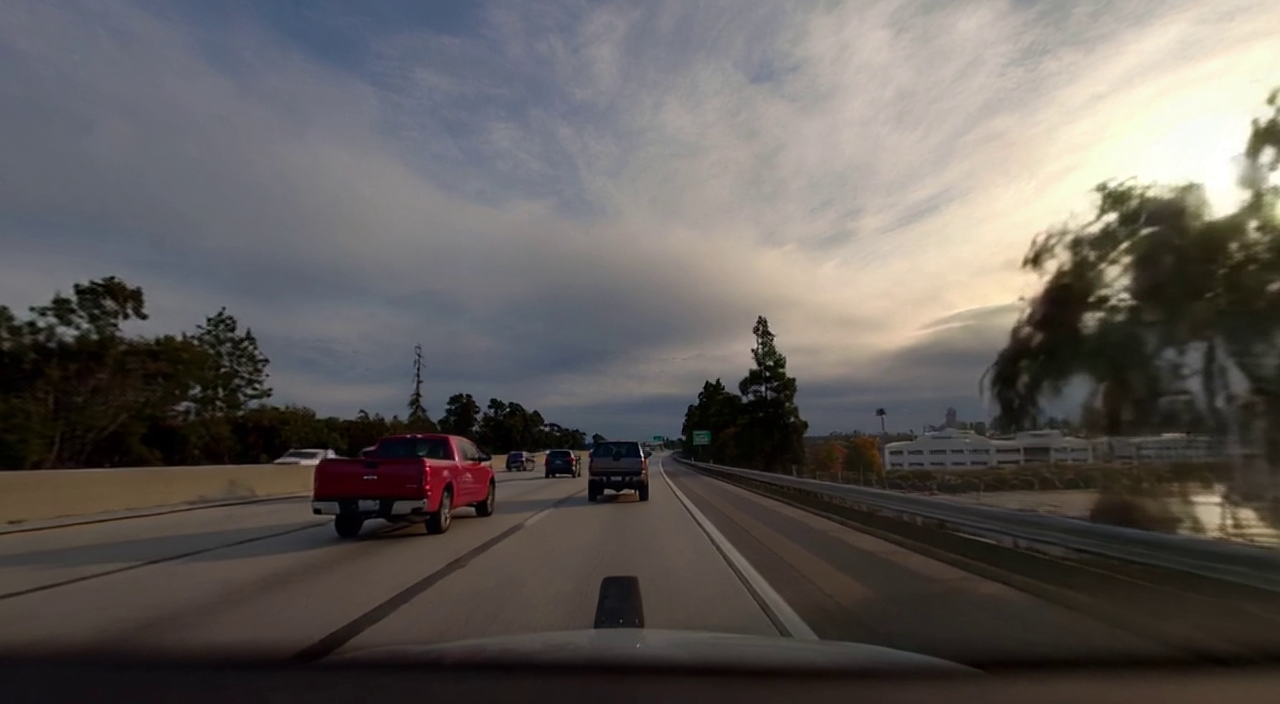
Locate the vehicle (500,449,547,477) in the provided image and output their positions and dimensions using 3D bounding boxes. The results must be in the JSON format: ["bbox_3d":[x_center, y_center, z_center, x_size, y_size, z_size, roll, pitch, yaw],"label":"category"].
[{"bbox_3d":[-7.738,7.384,42.292,2.115,1.705,4.843,0,-8,1],"label":"vehicle"}]

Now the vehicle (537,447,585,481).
[{"bbox_3d":[-4.349,6.211,35.420,1.991,1.776,4.333,0,-8,1],"label":"vehicle"}]

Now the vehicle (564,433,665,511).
[{"bbox_3d":[-0.543,3.059,16.606,2.293,1.753,4.380,0,-8,1],"label":"vehicle"}]

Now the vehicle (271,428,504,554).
[{"bbox_3d":[-4.026,2.284,11.294,2.038,1.704,5.181,0,-8,0],"label":"vehicle"}]

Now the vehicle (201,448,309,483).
[{"bbox_3d":[-21.509,6.305,35.658,2.341,1.768,5.792,0,-8,1],"label":"vehicle"}]
